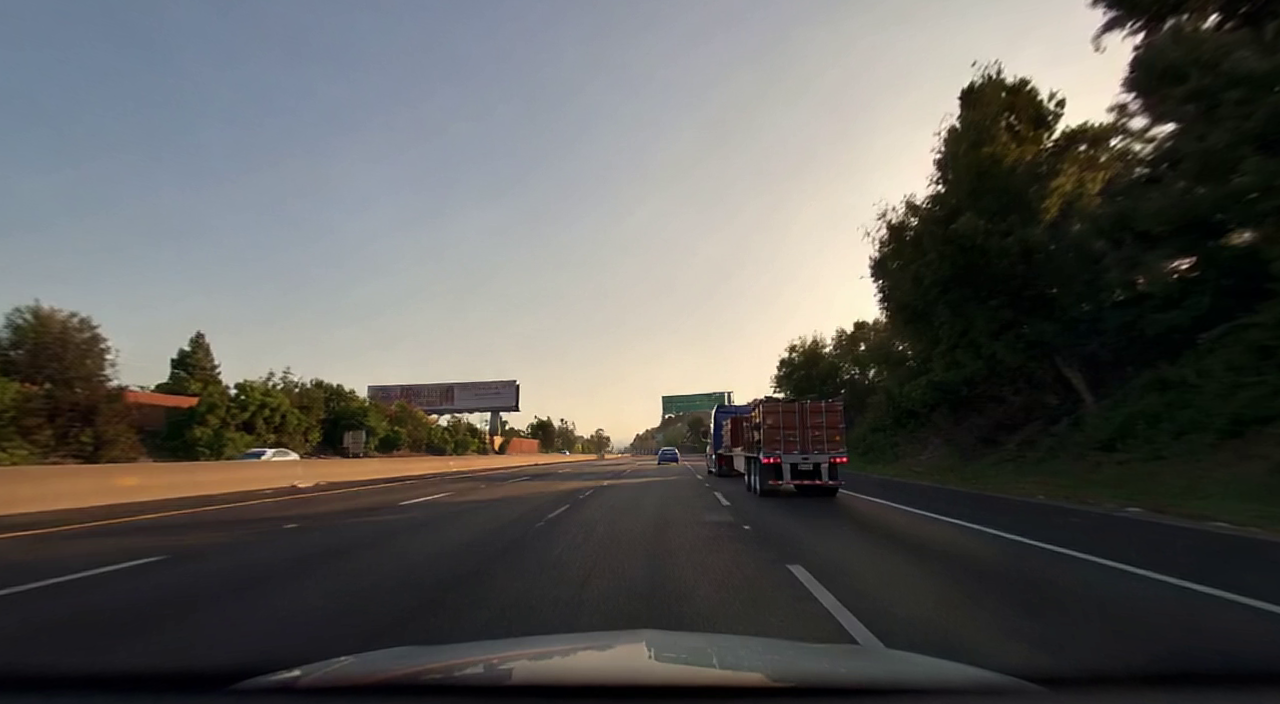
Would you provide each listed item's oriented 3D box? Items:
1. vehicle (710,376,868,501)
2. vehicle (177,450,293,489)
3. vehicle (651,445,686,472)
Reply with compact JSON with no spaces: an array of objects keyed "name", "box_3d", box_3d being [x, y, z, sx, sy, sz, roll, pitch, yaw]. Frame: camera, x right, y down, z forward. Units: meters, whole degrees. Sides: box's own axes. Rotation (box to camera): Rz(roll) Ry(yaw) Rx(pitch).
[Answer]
[{"name":"vehicle","box_3d":[4.828,3.560,25.471,2.917,3.179,18.723,0,-8,3]},{"name":"vehicle","box_3d":[-16.919,4.909,26.632,1.868,1.452,4.321,0,-8,3]},{"name":"vehicle","box_3d":[1.774,6.611,39.355,2.042,1.528,4.300,0,-8,3]}]
